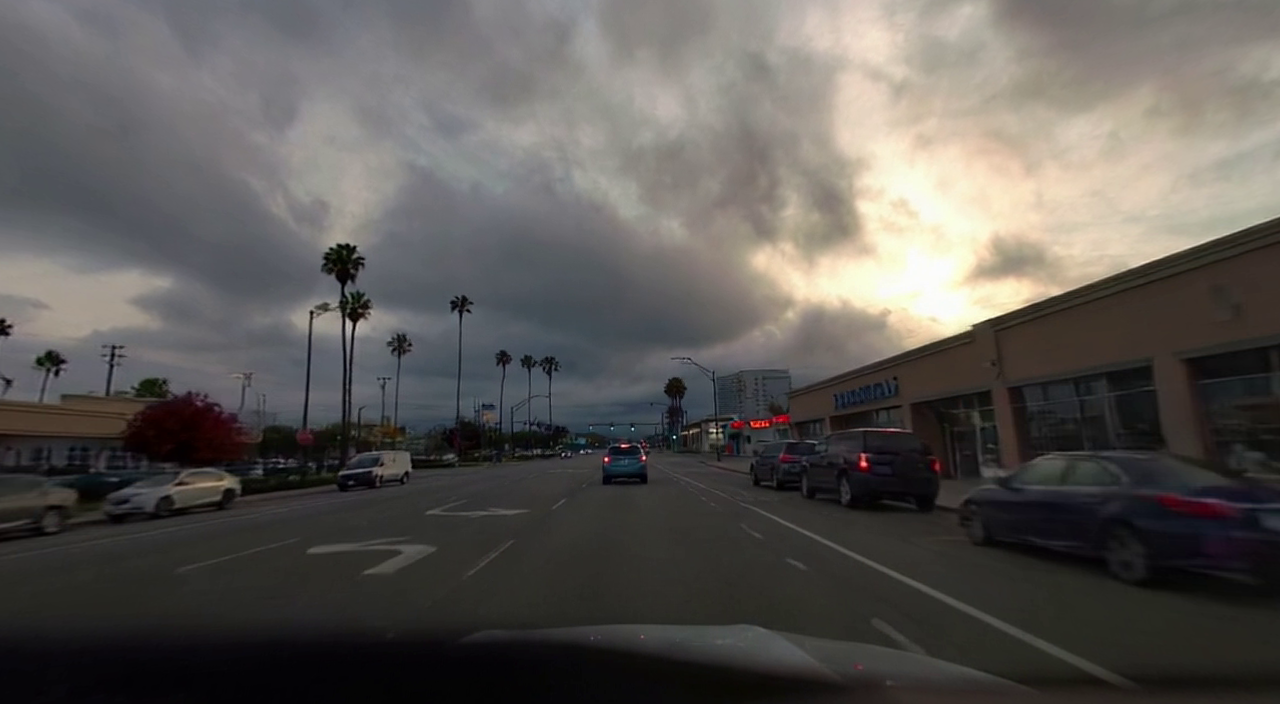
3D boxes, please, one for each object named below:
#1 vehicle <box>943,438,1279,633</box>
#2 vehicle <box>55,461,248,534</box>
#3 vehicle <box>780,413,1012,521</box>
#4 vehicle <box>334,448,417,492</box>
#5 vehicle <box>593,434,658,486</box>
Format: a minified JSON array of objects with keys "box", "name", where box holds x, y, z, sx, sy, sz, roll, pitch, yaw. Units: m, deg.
[{"box":[5.588,1.722,7.130,1.805,1.429,4.911,0,-8,-1],"name":"vehicle"},{"box":[-13.400,3.958,17.733,1.914,1.489,4.523,-5,-8,-1],"name":"vehicle"},{"box":[5.419,2.582,14.764,2.568,1.974,6.203,0,-8,-3],"name":"vehicle"},{"box":[-13.547,6.019,32.590,2.296,1.847,4.856,-4,-8,-1],"name":"vehicle"},{"box":[-0.528,4.074,24.051,2.239,1.763,4.096,0,-8,0],"name":"vehicle"}]
